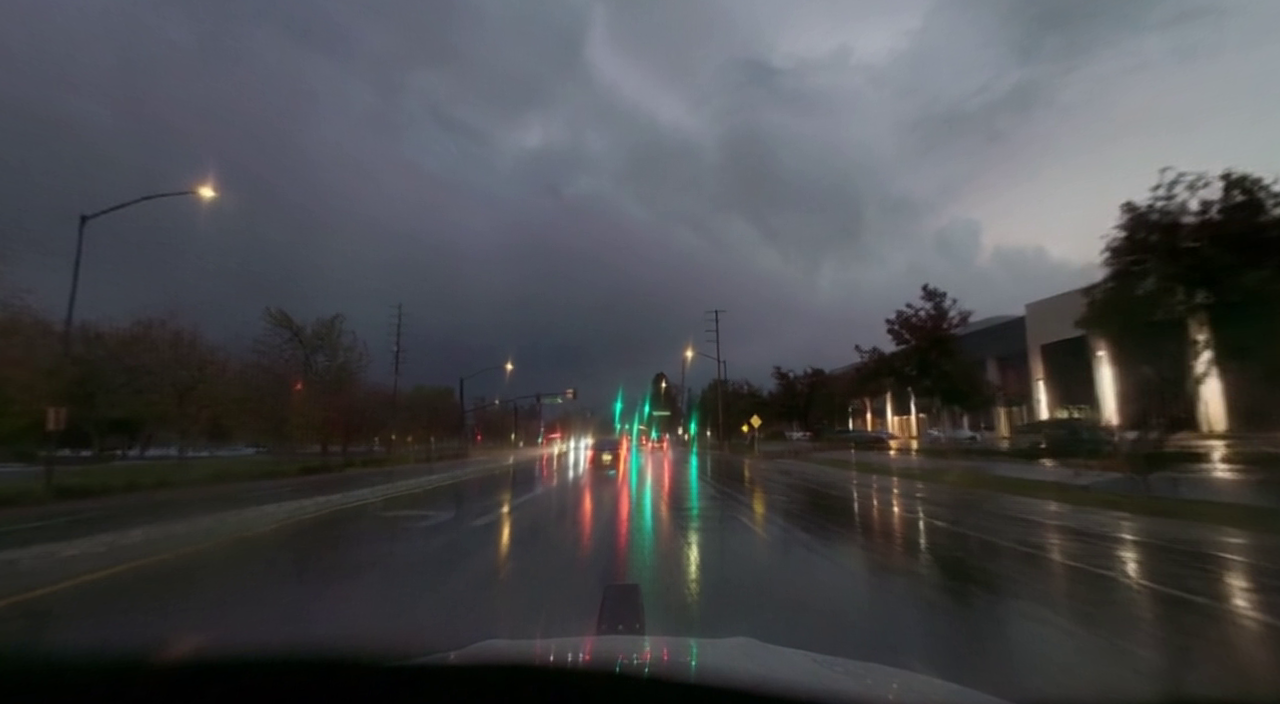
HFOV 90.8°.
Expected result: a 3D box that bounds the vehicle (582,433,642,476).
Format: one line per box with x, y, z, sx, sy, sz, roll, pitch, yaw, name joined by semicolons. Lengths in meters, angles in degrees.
-0.992;3.858;23.912;2.075;1.470;3.962;0;-8;-1;vehicle
